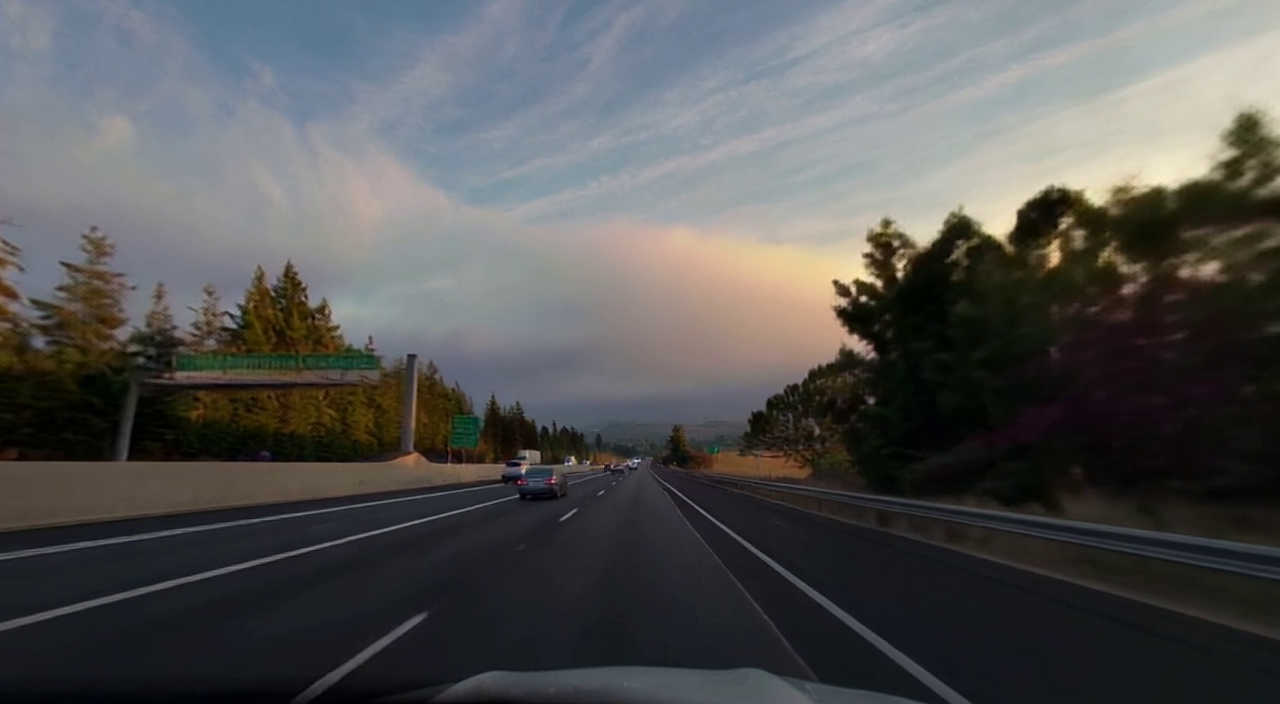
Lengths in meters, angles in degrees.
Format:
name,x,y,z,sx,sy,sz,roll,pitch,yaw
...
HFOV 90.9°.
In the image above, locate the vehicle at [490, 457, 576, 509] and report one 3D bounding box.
name,x,y,z,sx,sy,sz,roll,pitch,yaw
vehicle,-3.507,4.430,21.609,2.039,1.505,4.843,1,-10,0
